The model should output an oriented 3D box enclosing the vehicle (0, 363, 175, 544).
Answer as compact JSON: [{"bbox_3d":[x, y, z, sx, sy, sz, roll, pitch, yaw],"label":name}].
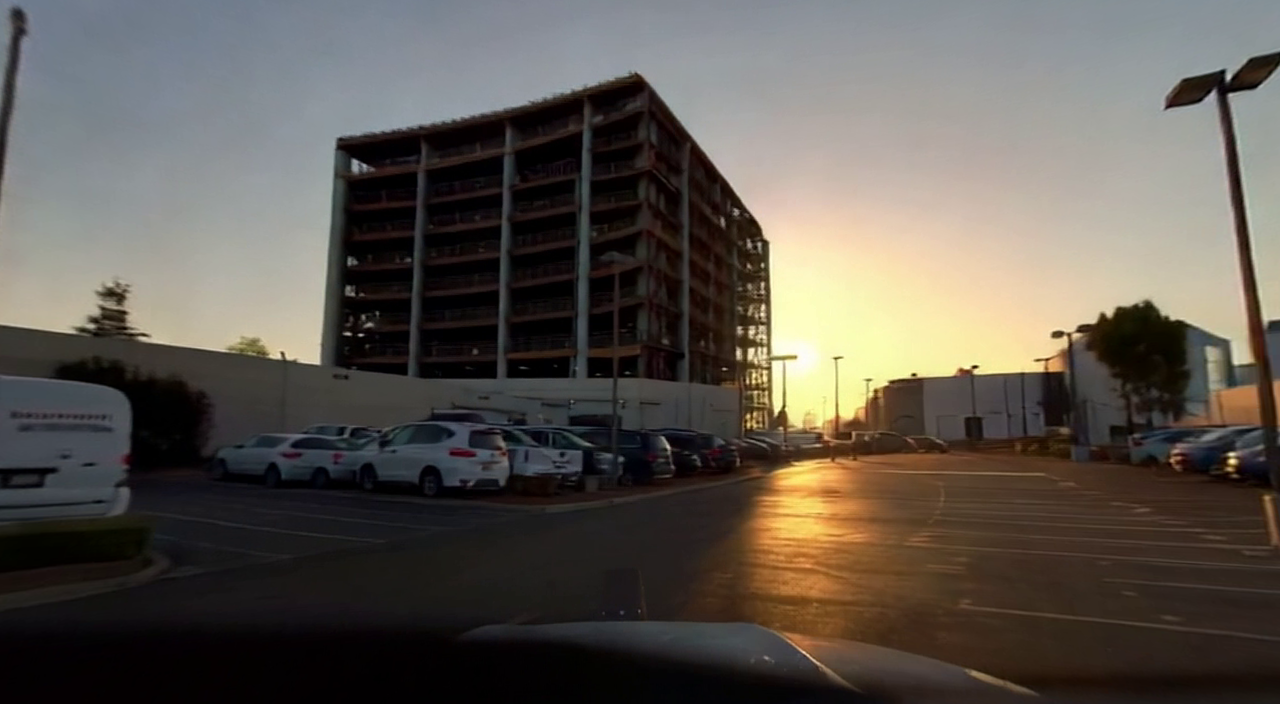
[{"bbox_3d":[-10.684,1.616,10.178,5.986,2.324,2.491,-4,-9,26],"label":"vehicle"}]

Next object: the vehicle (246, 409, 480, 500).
[{"bbox_3d":[-7.772,2.753,17.505,6.632,2.126,2.228,-4,-8,28],"label":"vehicle"}]

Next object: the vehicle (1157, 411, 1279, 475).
[{"bbox_3d":[23.156,3.356,23.432,6.017,2.202,2.328,0,-8,-5],"label":"vehicle"}]

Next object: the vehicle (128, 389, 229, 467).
[{"bbox_3d":[-18.699,3.119,25.468,2.399,2.767,5.778,7,-11,-42],"label":"vehicle"}]

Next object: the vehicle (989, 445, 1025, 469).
[{"bbox_3d":[27.604,7.877,47.630,2.026,1.659,4.314,-4,-9,26],"label":"vehicle"}]
